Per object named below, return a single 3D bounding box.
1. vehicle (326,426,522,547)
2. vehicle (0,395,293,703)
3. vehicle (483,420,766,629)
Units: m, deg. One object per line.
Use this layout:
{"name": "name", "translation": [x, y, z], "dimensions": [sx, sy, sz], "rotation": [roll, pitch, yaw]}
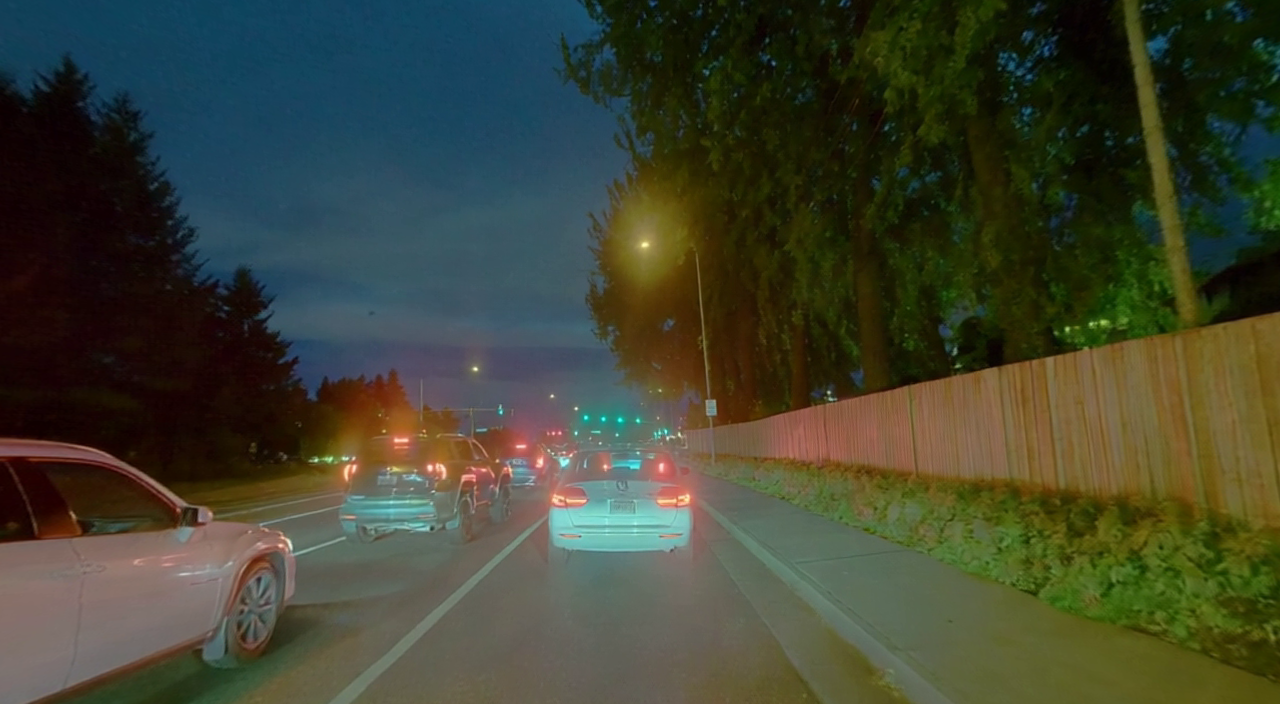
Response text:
{"name": "vehicle", "translation": [-3.225, 2.062, 10.255], "dimensions": [1.850, 1.582, 3.688], "rotation": [0, -8, 0]}
{"name": "vehicle", "translation": [-3.180, 0.829, 1.572], "dimensions": [1.980, 1.520, 4.636], "rotation": [0, -8, 0]}
{"name": "vehicle", "translation": [-0.139, 1.507, 6.445], "dimensions": [1.995, 1.460, 3.865], "rotation": [0, -8, -1]}
